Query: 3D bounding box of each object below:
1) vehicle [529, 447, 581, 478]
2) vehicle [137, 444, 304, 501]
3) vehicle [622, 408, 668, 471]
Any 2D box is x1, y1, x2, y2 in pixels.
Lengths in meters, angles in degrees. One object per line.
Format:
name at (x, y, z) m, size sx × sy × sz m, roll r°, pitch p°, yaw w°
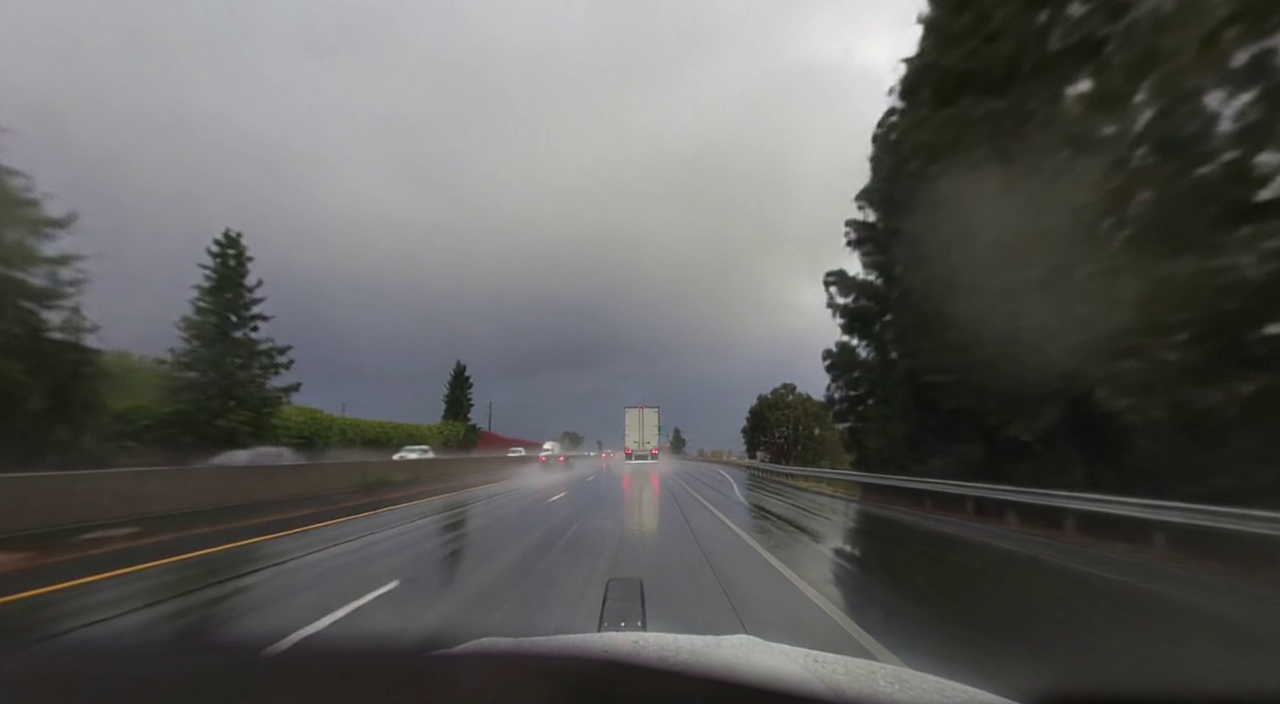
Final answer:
vehicle at (-4.428, 5.807, 33.474) m, size 2.051 × 1.538 × 4.569 m, roll 0°, pitch -9°, yaw 1°
vehicle at (-13.281, 3.808, 20.443) m, size 1.985 × 1.594 × 4.906 m, roll 0°, pitch -9°, yaw 0°
vehicle at (0.311, 6.243, 44.636) m, size 2.899 × 3.966 × 10.053 m, roll 0°, pitch -9°, yaw 0°
